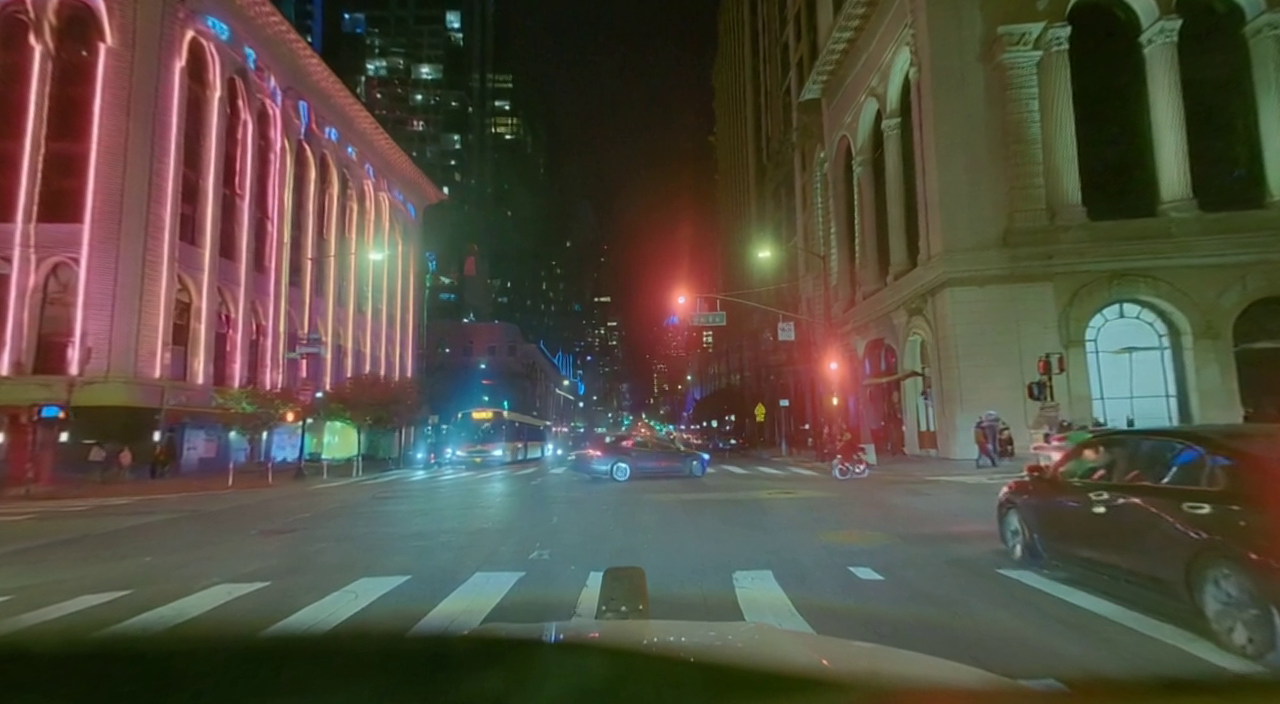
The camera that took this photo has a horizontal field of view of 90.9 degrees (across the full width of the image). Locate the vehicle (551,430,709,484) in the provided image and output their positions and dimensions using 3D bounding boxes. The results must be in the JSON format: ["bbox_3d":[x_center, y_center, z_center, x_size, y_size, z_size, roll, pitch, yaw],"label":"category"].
[{"bbox_3d":[-0.480,3.291,20.125,2.050,1.465,5.388,7,-11,-40],"label":"vehicle"}]

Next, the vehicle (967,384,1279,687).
[{"bbox_3d":[4.447,1.189,5.110,2.006,1.495,4.271,-2,-8,11],"label":"vehicle"}]

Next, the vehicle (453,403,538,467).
[{"bbox_3d":[-8.674,5.245,39.369,2.916,3.427,10.189,0,-8,0],"label":"vehicle"}]

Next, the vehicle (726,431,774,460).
[{"bbox_3d":[6.273,5.386,36.382,1.926,1.574,3.961,0,-8,-2],"label":"vehicle"}]

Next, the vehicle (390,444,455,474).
[{"bbox_3d":[-11.919,5.845,34.811,1.998,1.505,4.405,0,-8,0],"label":"vehicle"}]
